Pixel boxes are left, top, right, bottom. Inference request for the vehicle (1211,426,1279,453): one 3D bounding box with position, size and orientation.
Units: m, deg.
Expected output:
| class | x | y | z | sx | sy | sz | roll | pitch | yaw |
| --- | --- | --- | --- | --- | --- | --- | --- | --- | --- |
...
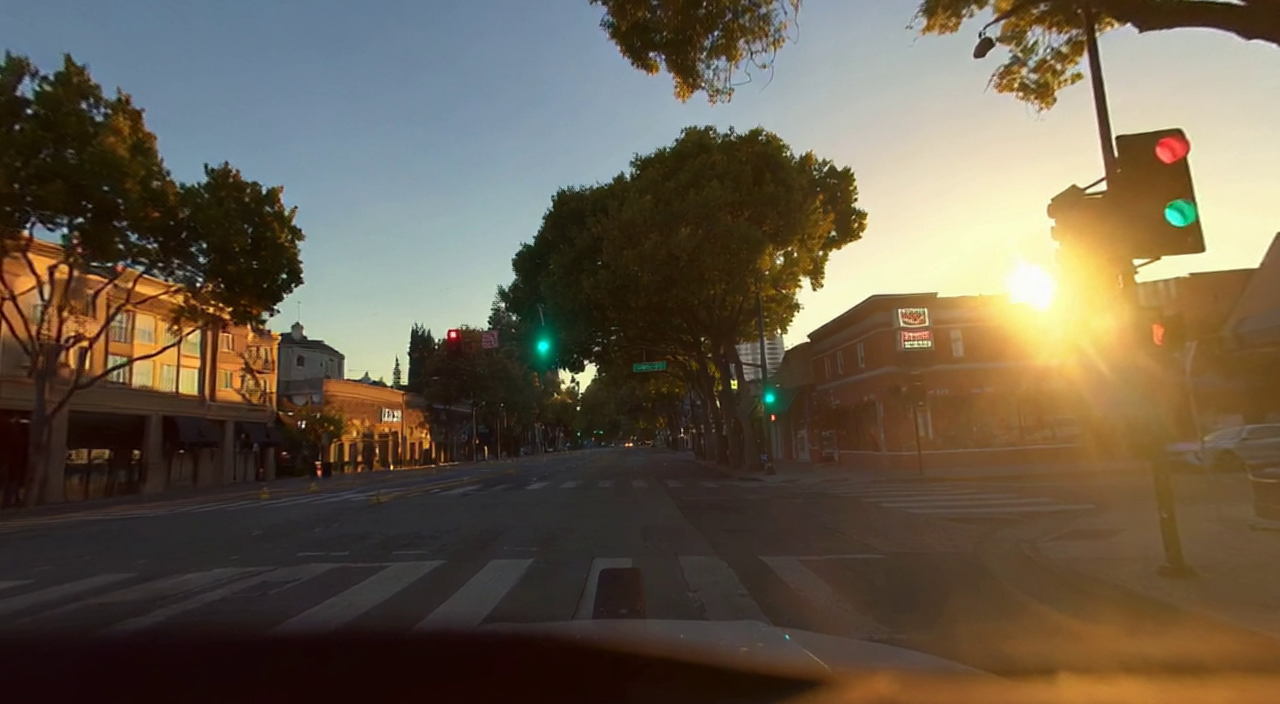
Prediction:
| class | x | y | z | sx | sy | sz | roll | pitch | yaw |
| --- | --- | --- | --- | --- | --- | --- | --- | --- | --- |
| vehicle | 35.306 | 4.907 | 35.256 | 4.493 | 1.453 | 1.849 | 0 | -8 | 2 |
